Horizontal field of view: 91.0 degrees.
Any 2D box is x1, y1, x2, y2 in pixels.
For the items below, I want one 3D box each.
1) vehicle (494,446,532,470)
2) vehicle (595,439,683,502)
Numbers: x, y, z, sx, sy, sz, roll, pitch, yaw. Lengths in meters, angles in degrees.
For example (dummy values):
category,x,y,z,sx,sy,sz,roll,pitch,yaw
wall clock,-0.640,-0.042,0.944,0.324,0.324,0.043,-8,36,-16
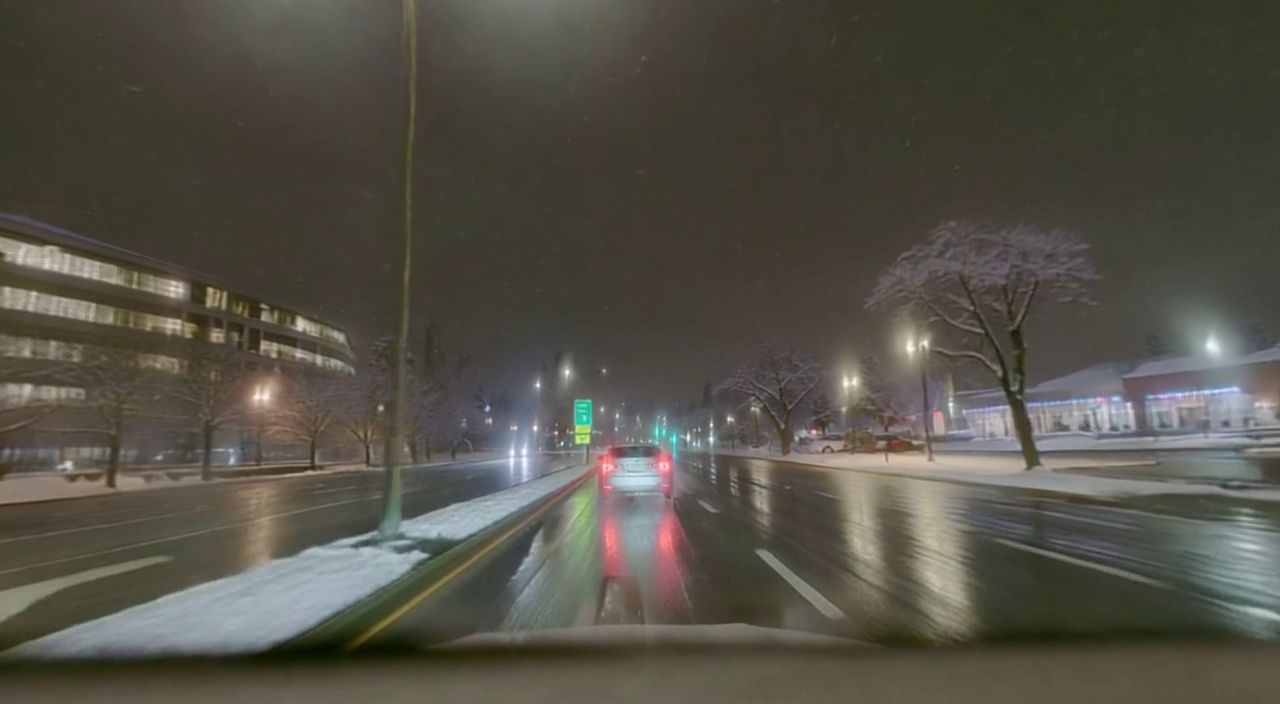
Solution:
category,x,y,z,sx,sy,sz,roll,pitch,yaw
vehicle,-9.297,7.813,46.481,1.903,1.476,4.395,-5,-8,-1
vehicle,-0.065,3.151,17.155,2.126,1.475,3.967,0,-9,-1
